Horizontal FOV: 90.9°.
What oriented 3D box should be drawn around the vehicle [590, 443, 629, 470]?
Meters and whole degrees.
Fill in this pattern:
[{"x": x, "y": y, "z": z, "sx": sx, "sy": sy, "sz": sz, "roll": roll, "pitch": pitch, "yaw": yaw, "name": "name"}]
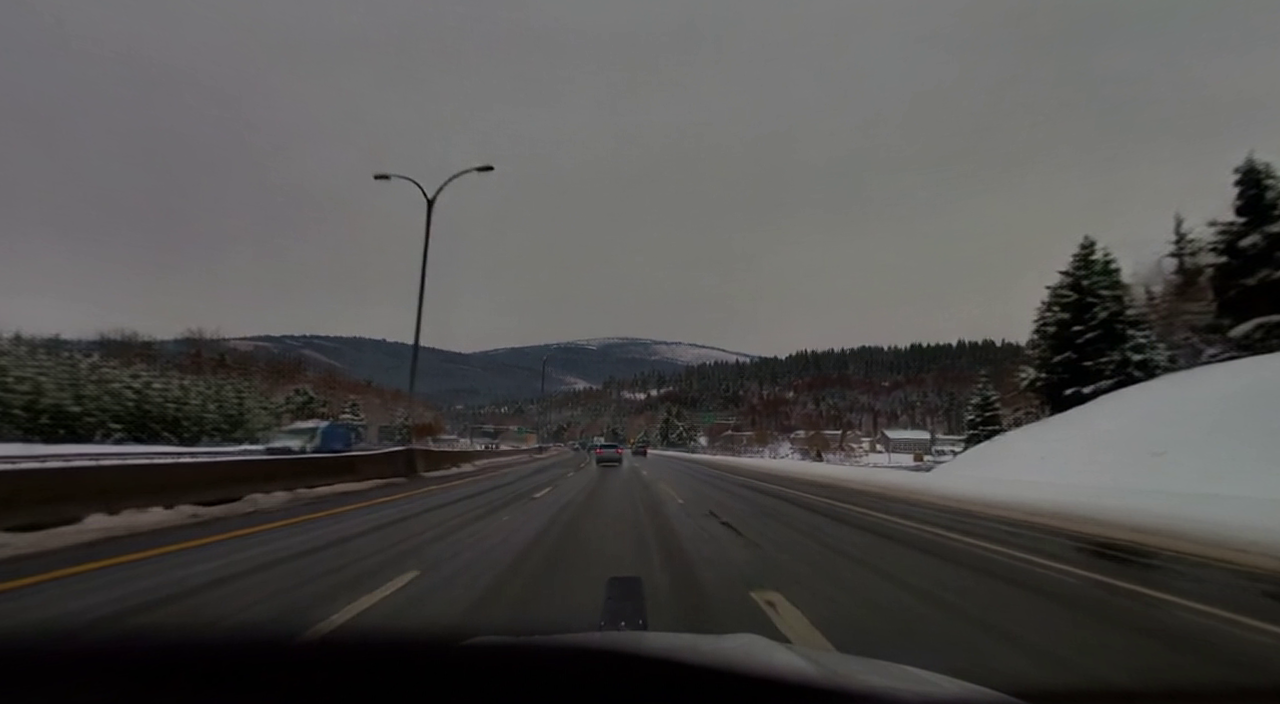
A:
[{"x": -1.779, "y": 6.082, "z": 36.951, "sx": 2.193, "sy": 1.497, "sz": 4.337, "roll": 0, "pitch": -8, "yaw": -3, "name": "vehicle"}]
